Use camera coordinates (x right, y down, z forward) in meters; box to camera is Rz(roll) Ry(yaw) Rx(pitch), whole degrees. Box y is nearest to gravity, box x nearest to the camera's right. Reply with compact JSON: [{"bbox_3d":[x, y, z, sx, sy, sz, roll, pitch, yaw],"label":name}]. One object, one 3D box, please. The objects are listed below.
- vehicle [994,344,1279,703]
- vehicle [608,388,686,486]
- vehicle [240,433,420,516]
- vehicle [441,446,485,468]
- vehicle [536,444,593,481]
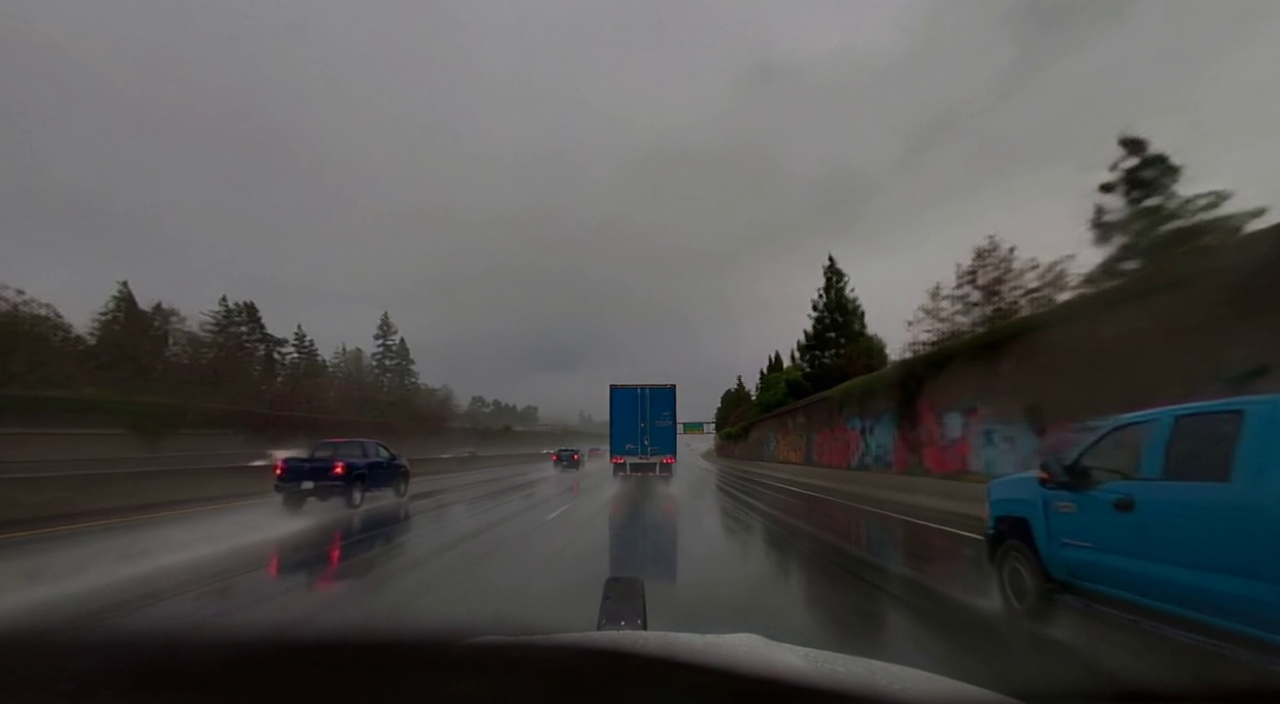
[{"bbox_3d":[3.692,0.776,2.304,2.205,1.689,4.403,0,-9,0],"label":"vehicle"},{"bbox_3d":[0.197,3.976,28.758,2.915,3.661,9.741,0,-9,-1],"label":"vehicle"},{"bbox_3d":[-6.799,2.729,14.420,2.005,1.607,4.042,0,-9,1],"label":"vehicle"},{"bbox_3d":[-13.146,7.842,47.054,2.003,1.516,3.922,-1,-9,3],"label":"vehicle"},{"bbox_3d":[-3.301,4.944,28.275,2.020,1.505,4.171,0,-9,1],"label":"vehicle"}]
